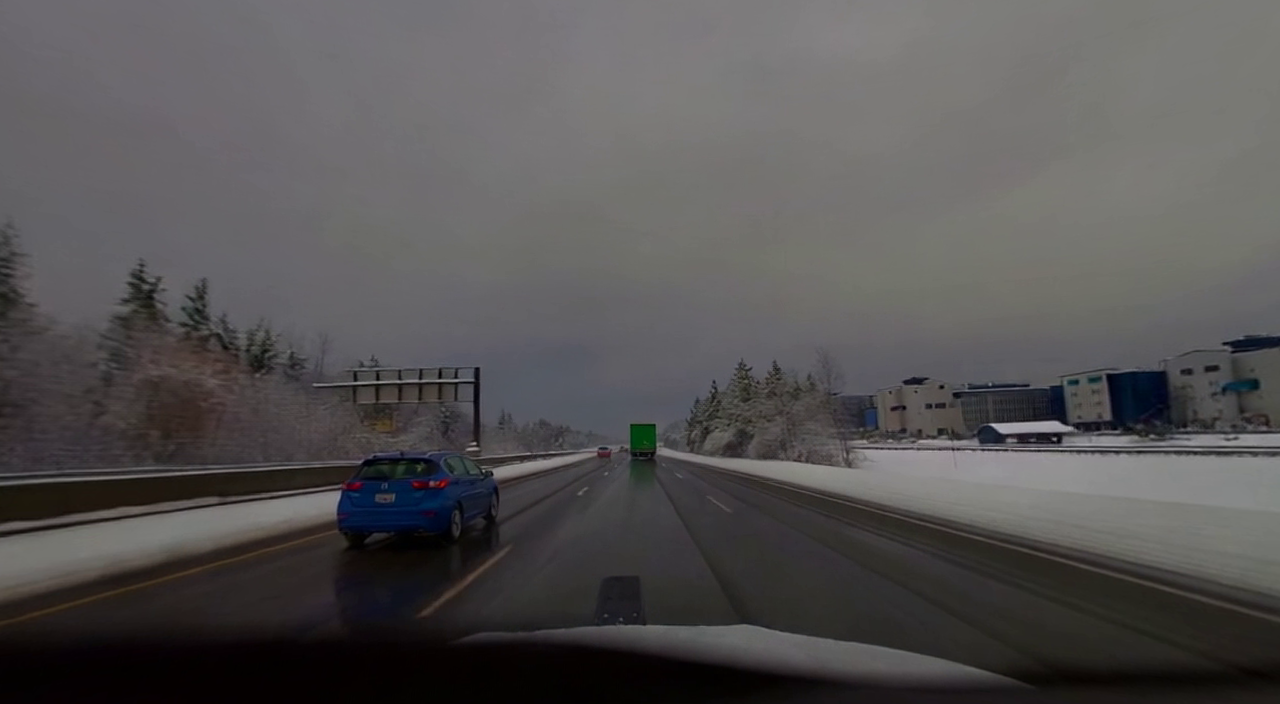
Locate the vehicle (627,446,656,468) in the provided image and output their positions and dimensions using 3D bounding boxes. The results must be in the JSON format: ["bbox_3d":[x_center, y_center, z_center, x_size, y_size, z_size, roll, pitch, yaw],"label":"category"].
[{"bbox_3d":[0.124,8.097,48.735,2.094,1.559,3.945,0,-9,0],"label":"vehicle"}]
